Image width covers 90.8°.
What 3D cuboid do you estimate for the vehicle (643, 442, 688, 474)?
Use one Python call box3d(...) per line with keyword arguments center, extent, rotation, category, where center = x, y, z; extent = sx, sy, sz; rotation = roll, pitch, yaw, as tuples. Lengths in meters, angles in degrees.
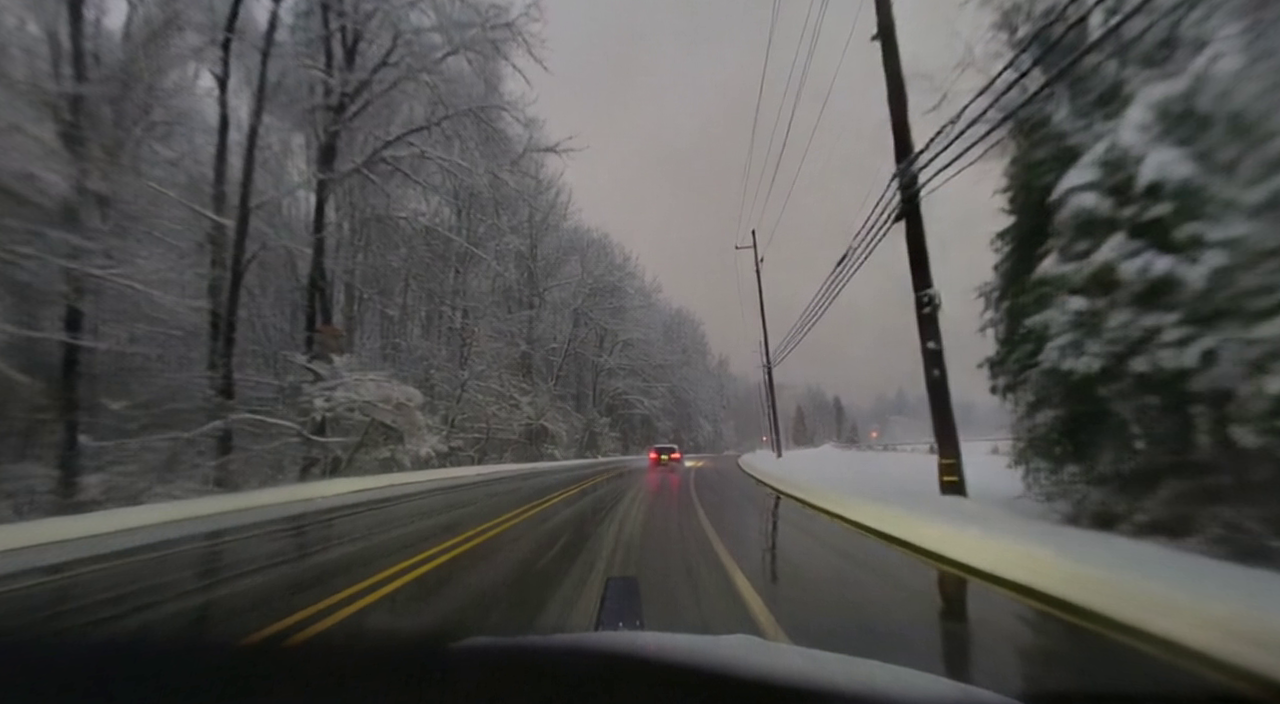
box3d(center=(1.374, 5.470, 32.881), extent=(2.059, 1.524, 3.963), rotation=(-1, -9, 6), category="vehicle")
